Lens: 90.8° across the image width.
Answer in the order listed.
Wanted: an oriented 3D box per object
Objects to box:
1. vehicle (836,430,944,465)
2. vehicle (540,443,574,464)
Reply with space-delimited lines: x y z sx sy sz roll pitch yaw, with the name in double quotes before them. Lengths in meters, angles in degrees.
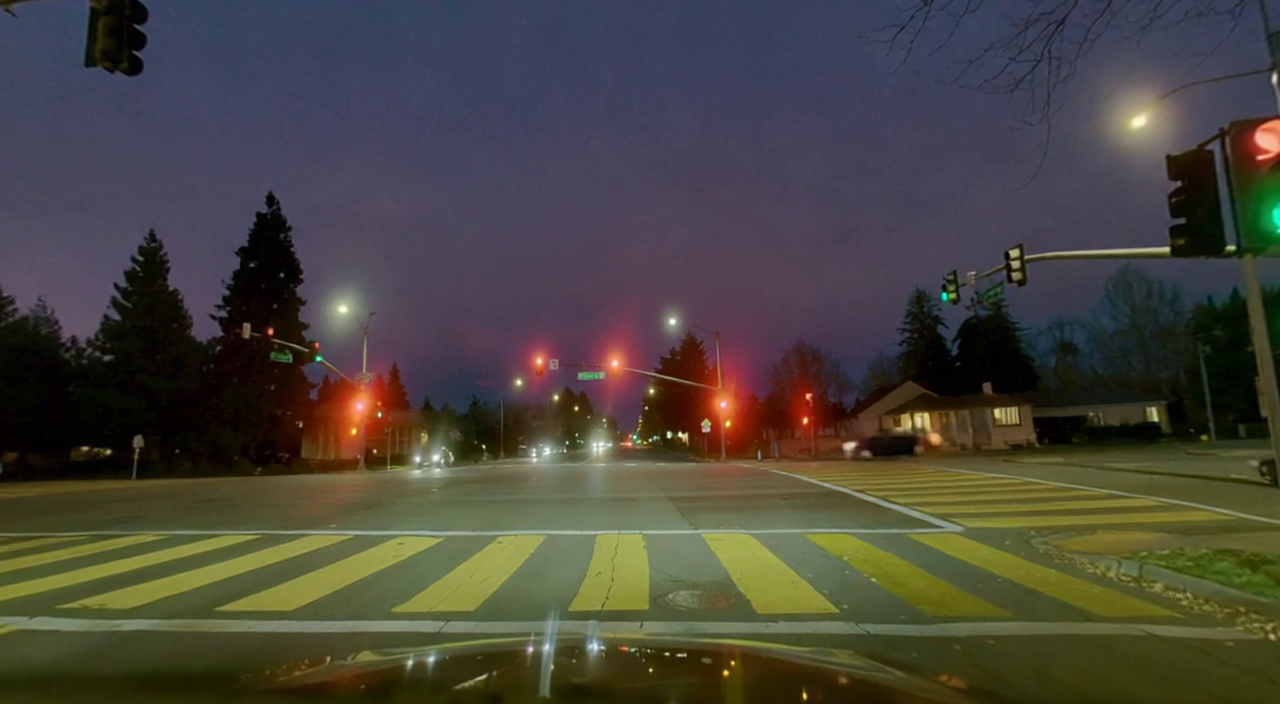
"vehicle" 12.798 4.948 32.614 4.706 1.710 1.932 -1 -8 5
"vehicle" -6.129 7.522 47.048 1.936 1.444 4.168 0 -8 0
